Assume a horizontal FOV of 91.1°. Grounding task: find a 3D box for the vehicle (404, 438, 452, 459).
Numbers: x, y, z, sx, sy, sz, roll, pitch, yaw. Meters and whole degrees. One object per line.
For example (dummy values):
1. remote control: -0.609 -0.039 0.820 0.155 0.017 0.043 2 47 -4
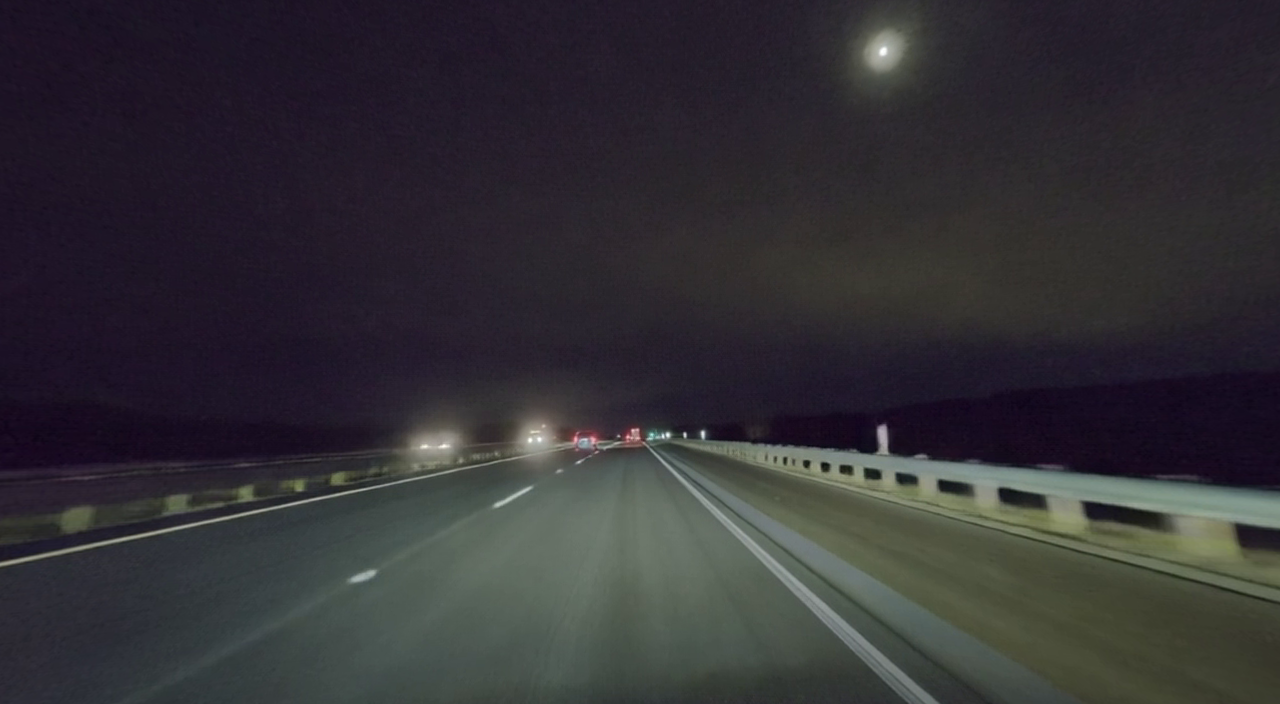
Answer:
1. vehicle: -15.481 7.028 46.068 1.785 1.464 4.607 -1 -8 2
